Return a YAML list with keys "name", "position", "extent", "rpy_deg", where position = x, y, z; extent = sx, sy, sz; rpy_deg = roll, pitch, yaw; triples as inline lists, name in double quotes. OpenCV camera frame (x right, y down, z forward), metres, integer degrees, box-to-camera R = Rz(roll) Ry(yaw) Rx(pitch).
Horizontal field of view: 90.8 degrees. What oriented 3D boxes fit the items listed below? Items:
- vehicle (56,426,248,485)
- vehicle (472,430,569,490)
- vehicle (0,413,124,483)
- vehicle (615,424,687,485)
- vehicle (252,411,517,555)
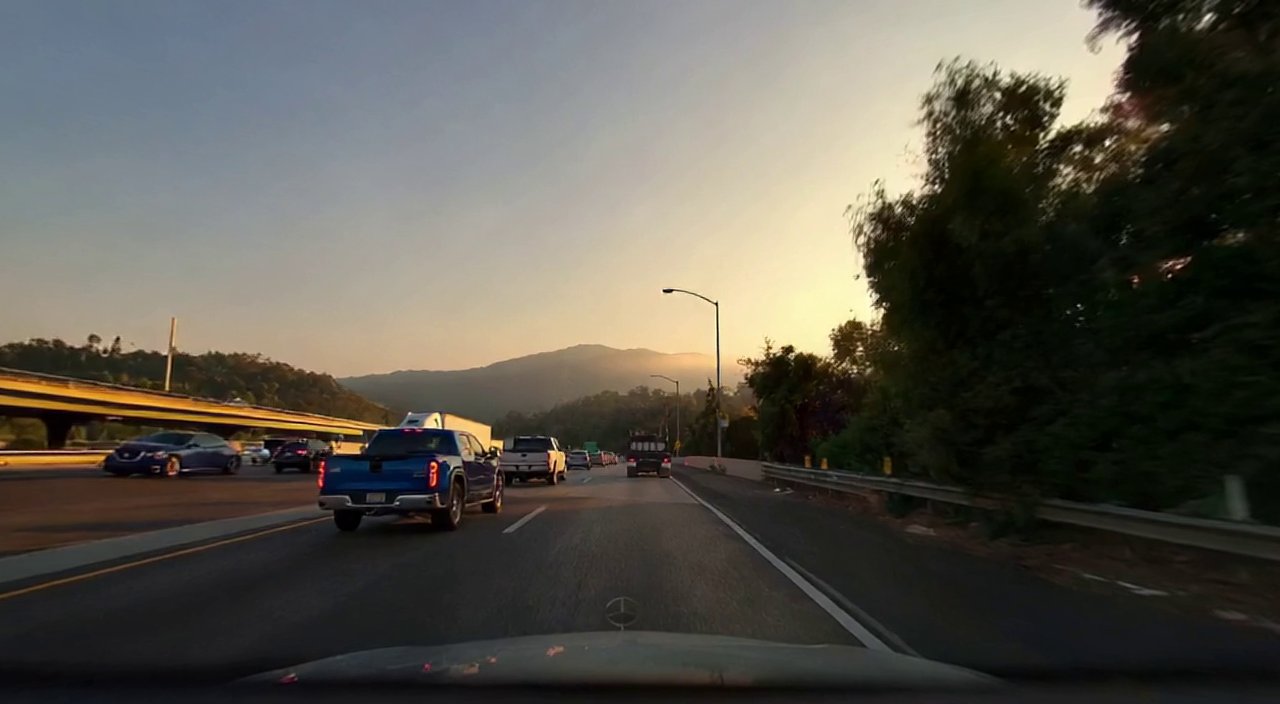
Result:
- name: "vehicle"
  position: [-13.648, 2.929, 18.060]
  extent: [1.828, 1.482, 4.204]
  rpy_deg: [-1, -9, 6]
- name: "vehicle"
  position: [-4.331, 4.042, 24.018]
  extent: [2.575, 1.958, 5.730]
  rpy_deg: [0, -9, 0]
- name: "vehicle"
  position: [-16.702, 2.516, 16.542]
  extent: [2.030, 1.688, 4.755]
  rpy_deg: [-1, -9, 7]
- name: "vehicle"
  position: [0.380, 4.744, 29.563]
  extent: [2.886, 2.471, 7.692]
  rpy_deg: [0, -9, -1]
- name: "vehicle"
  position: [-3.797, 2.073, 10.746]
  extent: [2.303, 1.835, 5.044]
  rpy_deg: [0, -9, 1]
